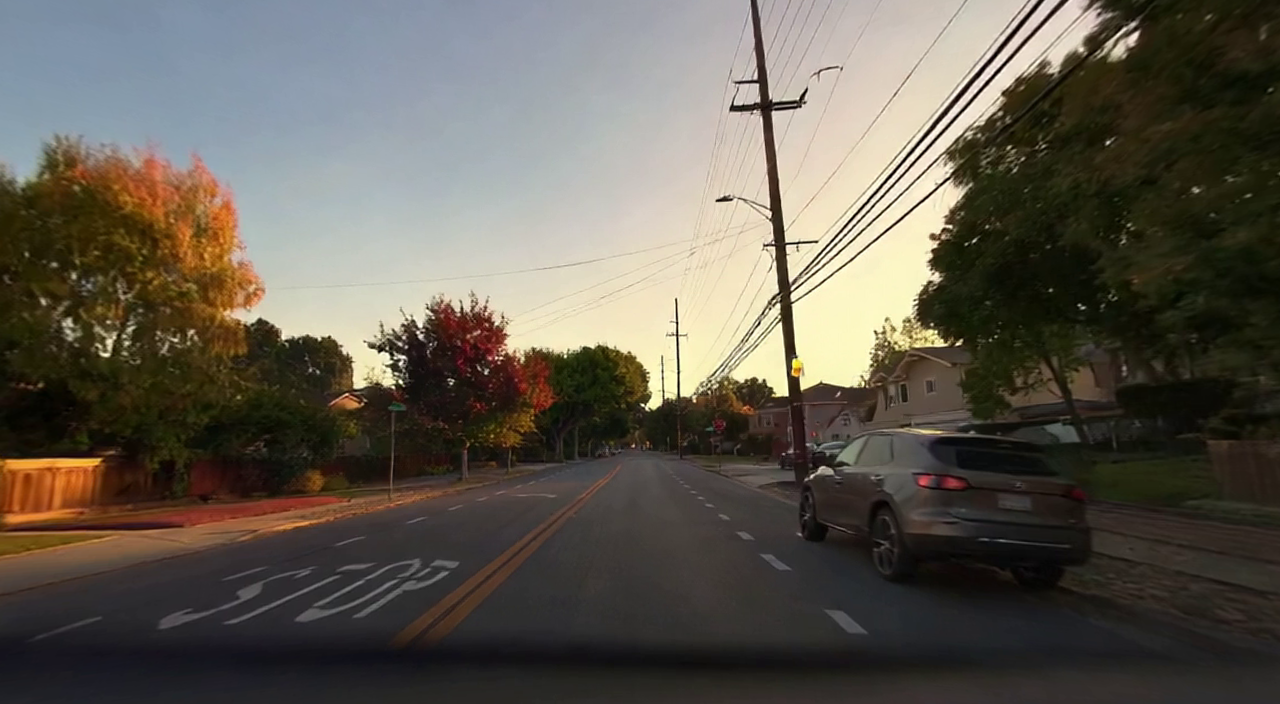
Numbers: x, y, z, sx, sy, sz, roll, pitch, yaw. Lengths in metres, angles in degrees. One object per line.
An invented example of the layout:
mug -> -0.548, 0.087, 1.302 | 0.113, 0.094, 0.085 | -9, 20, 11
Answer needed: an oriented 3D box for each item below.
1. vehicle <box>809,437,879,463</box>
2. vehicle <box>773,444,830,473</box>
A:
vehicle -> 14.912, 7.238, 46.389 | 4.376, 1.488, 1.962 | -4, -11, 1
vehicle -> 8.903, 5.891, 35.243 | 1.811, 1.491, 4.407 | 0, -9, -3
